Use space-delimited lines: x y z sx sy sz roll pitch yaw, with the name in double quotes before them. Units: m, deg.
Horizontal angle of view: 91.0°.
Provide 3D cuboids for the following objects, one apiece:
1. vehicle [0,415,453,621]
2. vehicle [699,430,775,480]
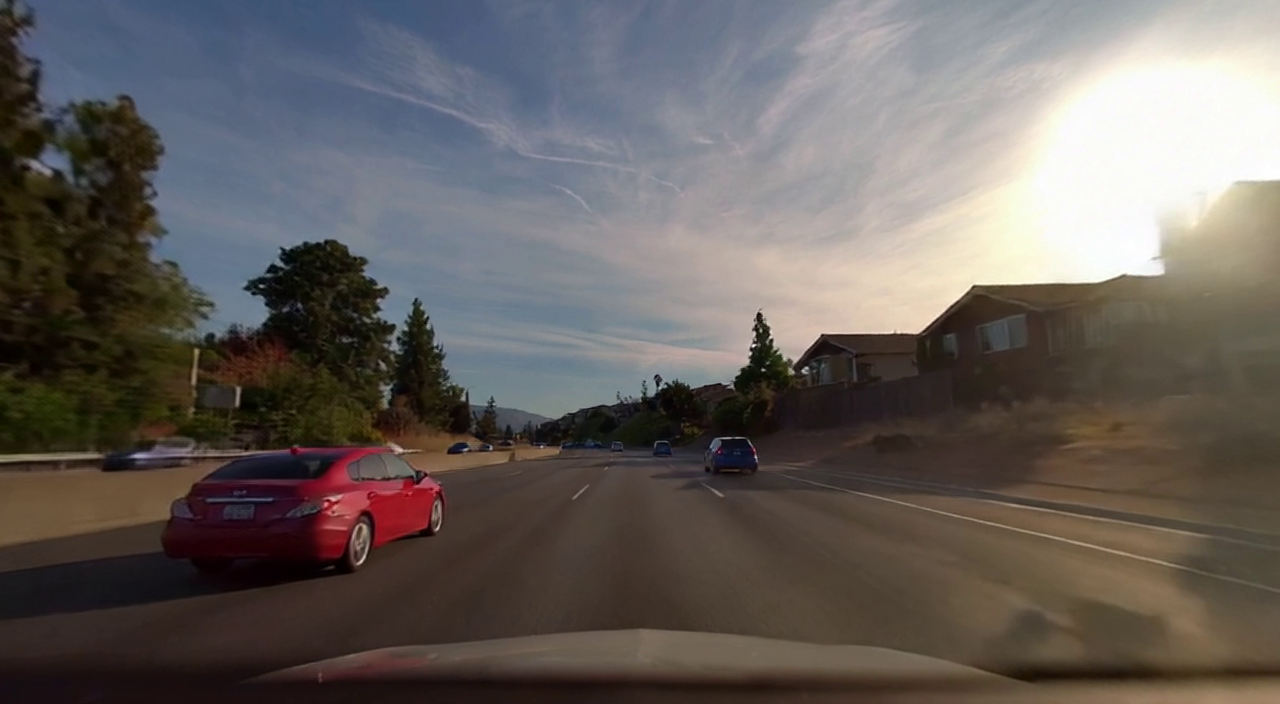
"vehicle" -3.775 1.577 7.001 2.036 1.528 4.400 0 -8 0
"vehicle" 3.539 3.844 23.791 2.092 1.686 4.188 0 -8 -2
